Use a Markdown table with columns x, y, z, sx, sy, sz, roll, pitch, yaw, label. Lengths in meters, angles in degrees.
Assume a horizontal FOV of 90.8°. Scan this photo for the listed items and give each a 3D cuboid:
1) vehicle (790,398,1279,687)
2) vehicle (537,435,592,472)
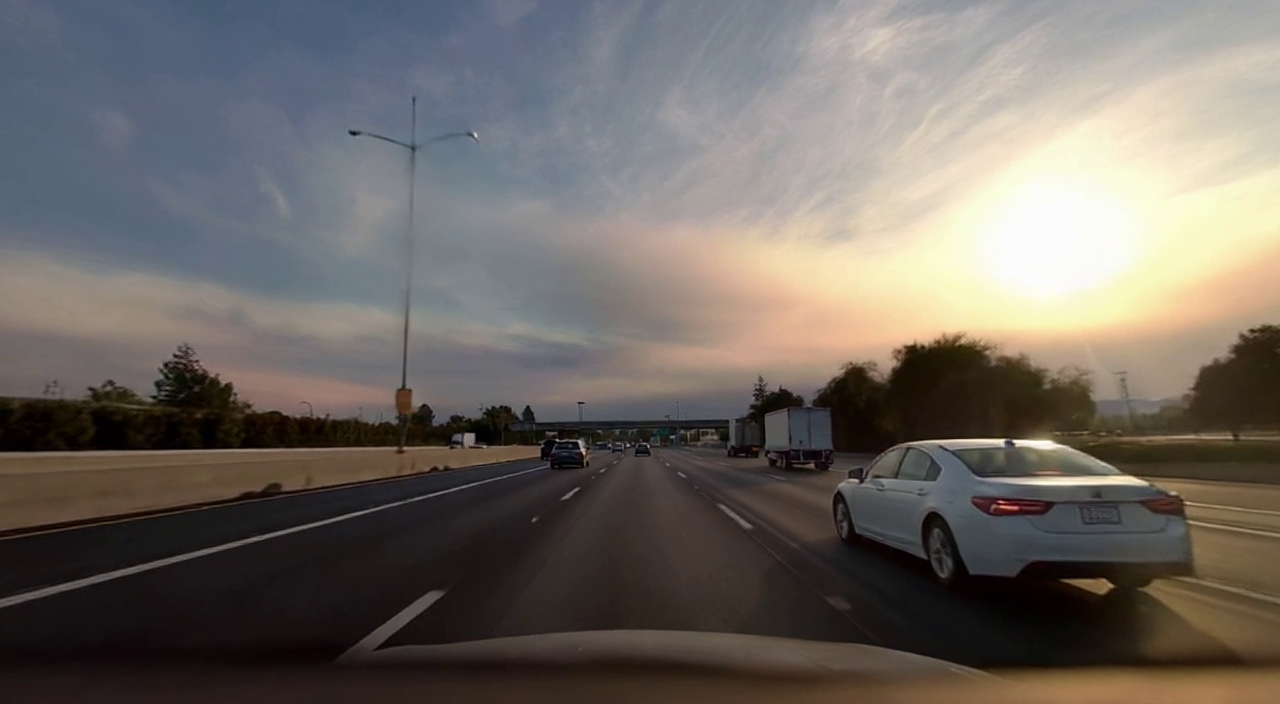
| x | y | z | sx | sy | sz | roll | pitch | yaw | label |
| --- | --- | --- | --- | --- | --- | --- | --- | --- | --- |
| 3.107 | 1.397 | 5.967 | 2.107 | 1.550 | 4.949 | 0 | -8 | -1 | vehicle |
| -3.759 | 5.148 | 32.271 | 2.193 | 1.746 | 4.512 | 0 | -8 | 1 | vehicle |
